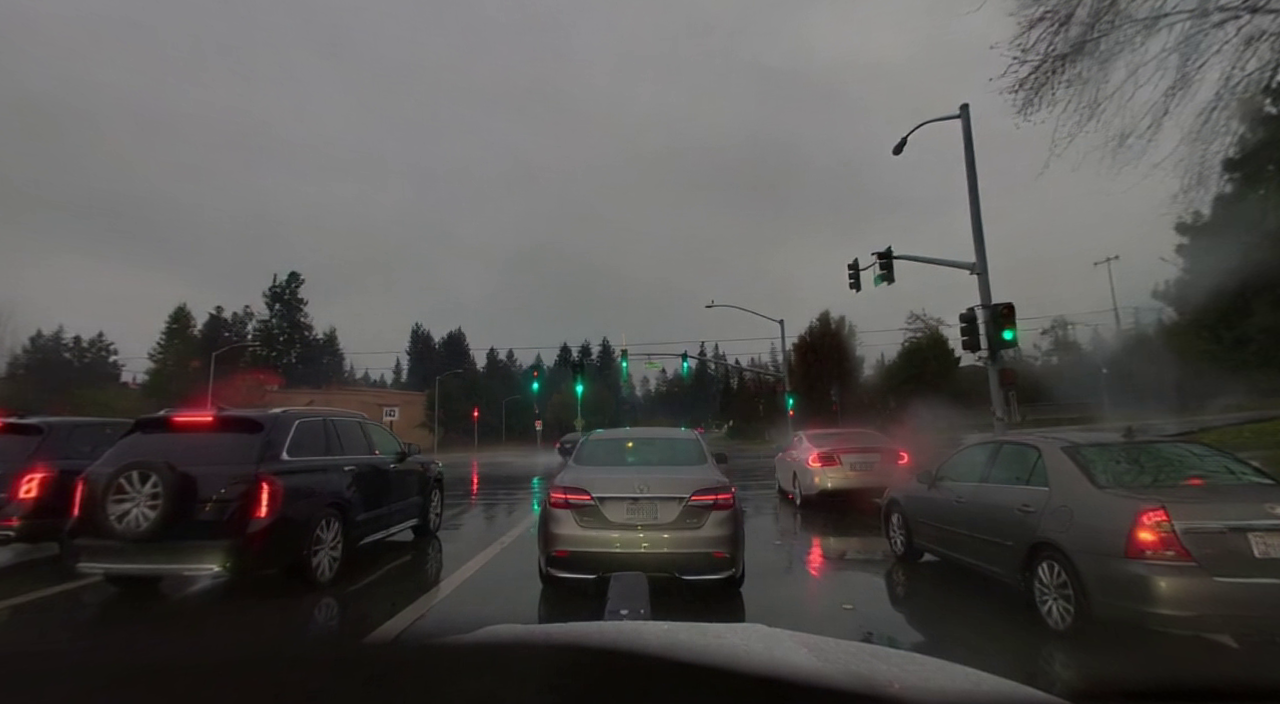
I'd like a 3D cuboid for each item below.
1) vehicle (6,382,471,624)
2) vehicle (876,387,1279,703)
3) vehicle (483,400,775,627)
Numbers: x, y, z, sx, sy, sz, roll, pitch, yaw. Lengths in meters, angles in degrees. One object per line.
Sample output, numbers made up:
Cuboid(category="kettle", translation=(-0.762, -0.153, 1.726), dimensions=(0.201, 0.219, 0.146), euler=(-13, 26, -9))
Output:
Cuboid(category="vehicle", translation=(-3.558, 1.421, 6.858), dimensions=(2.014, 1.755, 4.360), euler=(0, -8, 3))
Cuboid(category="vehicle", translation=(3.578, 1.201, 4.594), dimensions=(2.010, 1.486, 4.498), euler=(0, -8, 1))
Cuboid(category="vehicle", translation=(-0.053, 1.401, 6.300), dimensions=(2.047, 1.579, 3.642), euler=(0, -8, 1))
